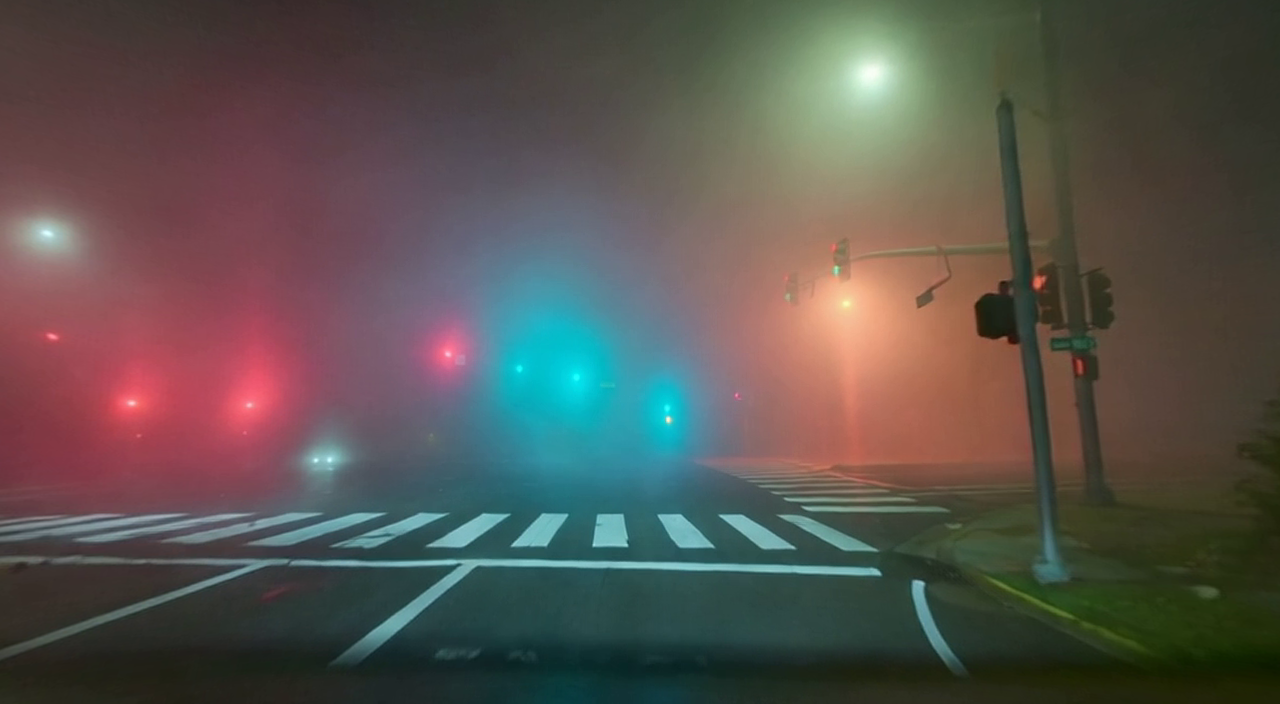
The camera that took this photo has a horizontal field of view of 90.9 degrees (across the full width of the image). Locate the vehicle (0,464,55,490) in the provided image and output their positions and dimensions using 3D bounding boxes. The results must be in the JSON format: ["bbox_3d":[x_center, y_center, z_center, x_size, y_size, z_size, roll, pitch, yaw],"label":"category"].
[{"bbox_3d":[-36.737,7.260,36.638,3.748,1.389,1.656,-1,-8,0],"label":"vehicle"}]

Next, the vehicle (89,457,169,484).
[{"bbox_3d":[-36.143,8.365,44.612,4.241,1.413,1.673,-3,-5,-1],"label":"vehicle"}]
